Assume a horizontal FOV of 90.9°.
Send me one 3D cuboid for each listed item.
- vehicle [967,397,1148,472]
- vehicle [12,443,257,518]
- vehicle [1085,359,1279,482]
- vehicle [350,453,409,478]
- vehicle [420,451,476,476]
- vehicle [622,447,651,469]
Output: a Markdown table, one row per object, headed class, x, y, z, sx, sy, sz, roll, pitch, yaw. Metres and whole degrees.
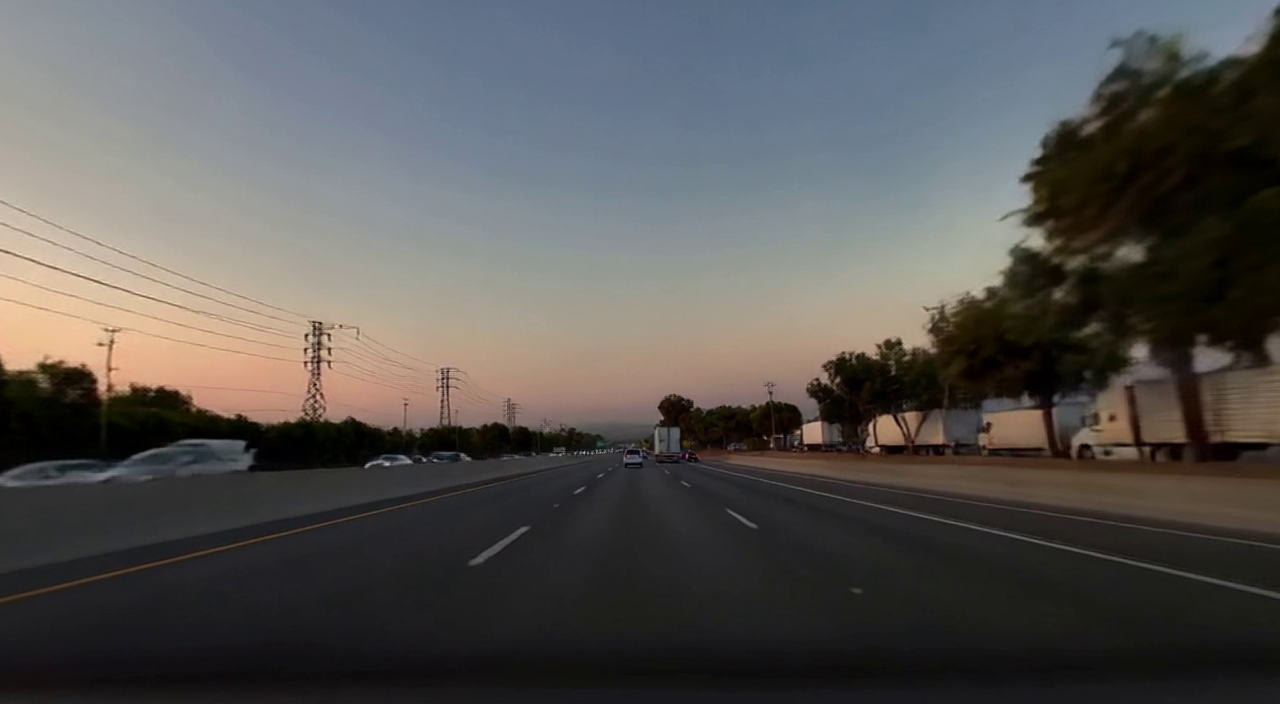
| class | x | y | z | sx | sy | sz | roll | pitch | yaw |
| --- | --- | --- | --- | --- | --- | --- | --- | --- | --- |
| vehicle | 24.153 | 5.088 | 37.832 | 2.849 | 3.732 | 12.220 | -1 | -9 | 2 |
| vehicle | -11.771 | 2.992 | 15.256 | 1.950 | 1.505 | 4.757 | 0 | -9 | 0 |
| vehicle | 23.616 | 2.402 | 22.028 | 2.915 | 4.218 | 17.329 | 0 | -9 | -2 |
| vehicle | -16.058 | 6.991 | 39.057 | 1.862 | 1.473 | 4.209 | 0 | -9 | 1 |
| vehicle | -11.898 | 6.918 | 39.372 | 2.010 | 1.472 | 4.552 | 0 | -9 | 1 |
| vehicle | -0.273 | 8.227 | 49.050 | 2.111 | 1.599 | 3.859 | 0 | -9 | 0 |
